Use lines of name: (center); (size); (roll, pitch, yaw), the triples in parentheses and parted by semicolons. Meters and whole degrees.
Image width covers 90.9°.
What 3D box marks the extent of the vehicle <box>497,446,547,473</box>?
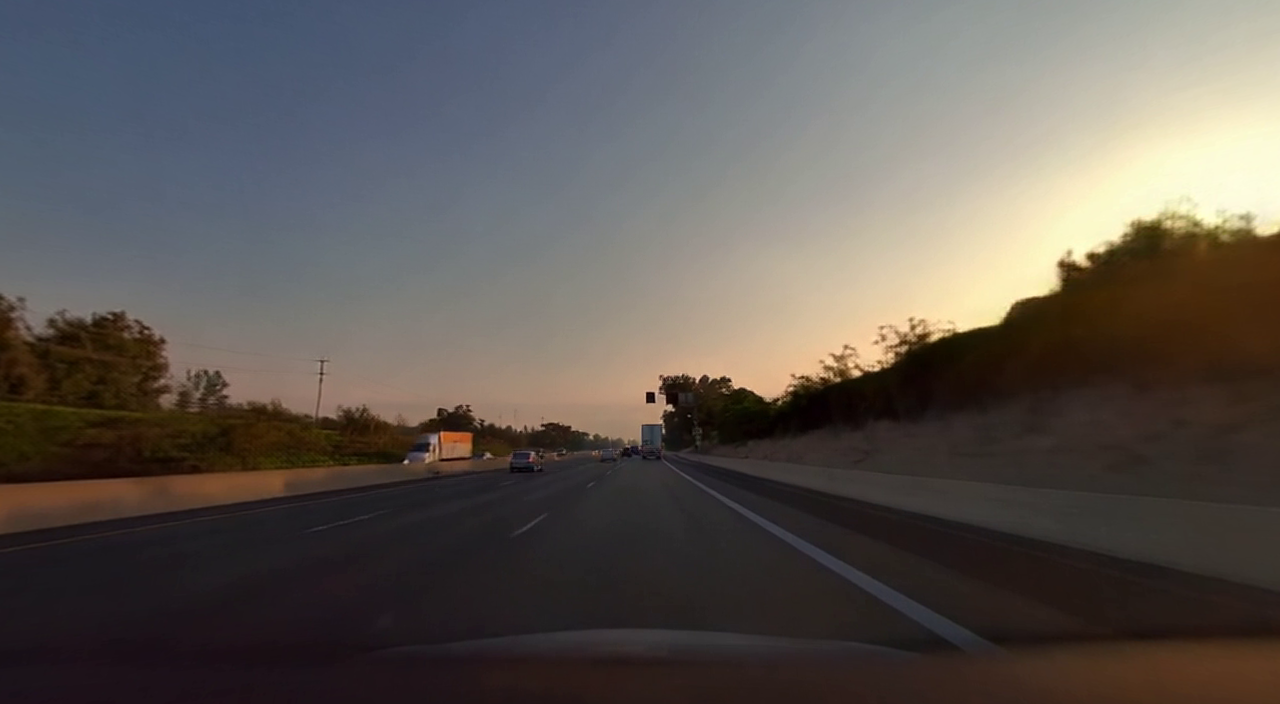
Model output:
vehicle: (-7.109, 6.543, 38.432); (2.031, 1.521, 4.503); (0, -9, 1)
